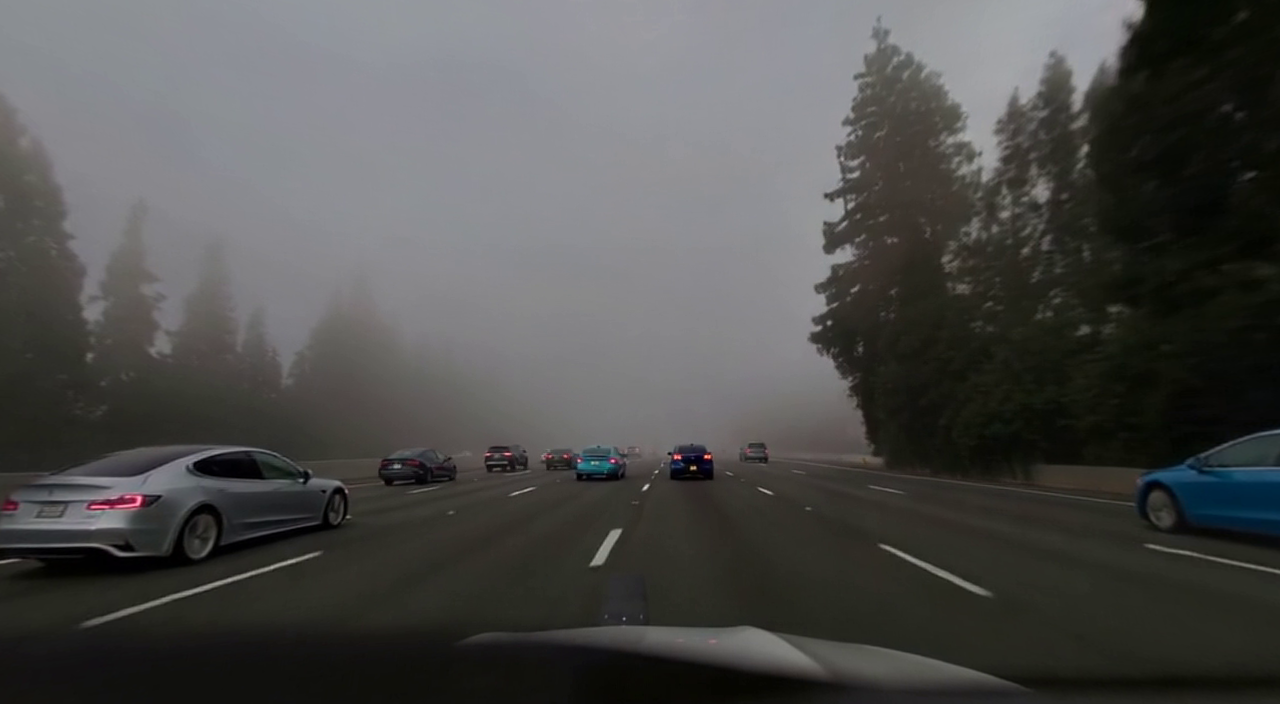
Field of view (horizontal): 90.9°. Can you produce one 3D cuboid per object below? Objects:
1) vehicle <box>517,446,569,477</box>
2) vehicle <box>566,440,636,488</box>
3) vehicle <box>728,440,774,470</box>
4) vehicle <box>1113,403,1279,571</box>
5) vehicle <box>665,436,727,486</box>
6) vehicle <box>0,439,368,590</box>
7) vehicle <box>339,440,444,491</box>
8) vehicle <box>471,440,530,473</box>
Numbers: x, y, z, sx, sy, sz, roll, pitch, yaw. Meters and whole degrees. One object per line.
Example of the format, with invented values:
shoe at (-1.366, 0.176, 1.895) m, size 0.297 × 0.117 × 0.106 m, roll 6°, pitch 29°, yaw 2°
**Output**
vehicle at (-4.930, 5.615, 32.563) m, size 1.886 × 1.455 × 4.148 m, roll -1°, pitch -8°, yaw 3°
vehicle at (-1.344, 4.124, 23.594) m, size 2.102 × 1.624 × 4.257 m, roll -1°, pitch -8°, yaw 3°
vehicle at (6.983, 6.516, 40.124) m, size 2.071 × 1.754 × 4.484 m, roll 0°, pitch -8°, yaw 0°
vehicle at (7.645, 1.366, 6.314) m, size 1.960 × 1.726 × 5.016 m, roll 0°, pitch -8°, yaw 1°
vehicle at (2.016, 4.090, 23.929) m, size 2.114 × 1.715 × 4.136 m, roll -1°, pitch -8°, yaw 2°
vehicle at (-5.938, 1.966, 8.667) m, size 2.116 × 1.473 × 4.644 m, roll -1°, pitch -8°, yaw 3°
vehicle at (-9.141, 4.187, 23.661) m, size 1.947 × 1.683 × 4.331 m, roll -1°, pitch -8°, yaw 3°
vehicle at (-8.395, 6.341, 38.447) m, size 2.187 × 1.851 × 5.085 m, roll -1°, pitch -8°, yaw 3°
